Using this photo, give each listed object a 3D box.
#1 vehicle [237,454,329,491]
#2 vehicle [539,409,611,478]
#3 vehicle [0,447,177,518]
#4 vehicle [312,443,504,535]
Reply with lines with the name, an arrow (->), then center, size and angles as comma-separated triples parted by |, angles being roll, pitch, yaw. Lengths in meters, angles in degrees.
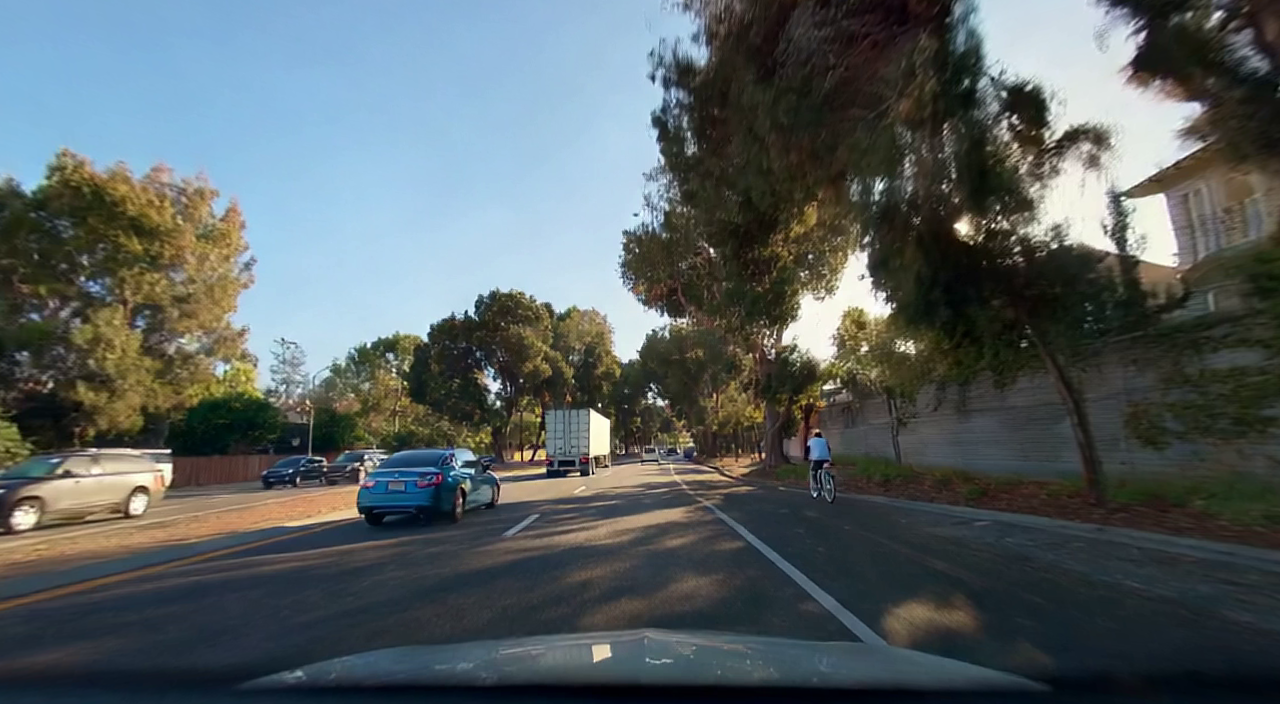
vehicle -> -18.622, 6.261, 33.201 | 2.004, 1.704, 4.876 | 0, -9, 0
vehicle -> -3.324, 5.034, 34.640 | 2.746, 3.276, 8.572 | -1, -9, 2
vehicle -> -18.555, 4.138, 20.811 | 2.091, 1.968, 5.809 | 0, -9, 0
vehicle -> -4.205, 2.535, 12.351 | 2.005, 1.462, 4.345 | -1, -9, 2
